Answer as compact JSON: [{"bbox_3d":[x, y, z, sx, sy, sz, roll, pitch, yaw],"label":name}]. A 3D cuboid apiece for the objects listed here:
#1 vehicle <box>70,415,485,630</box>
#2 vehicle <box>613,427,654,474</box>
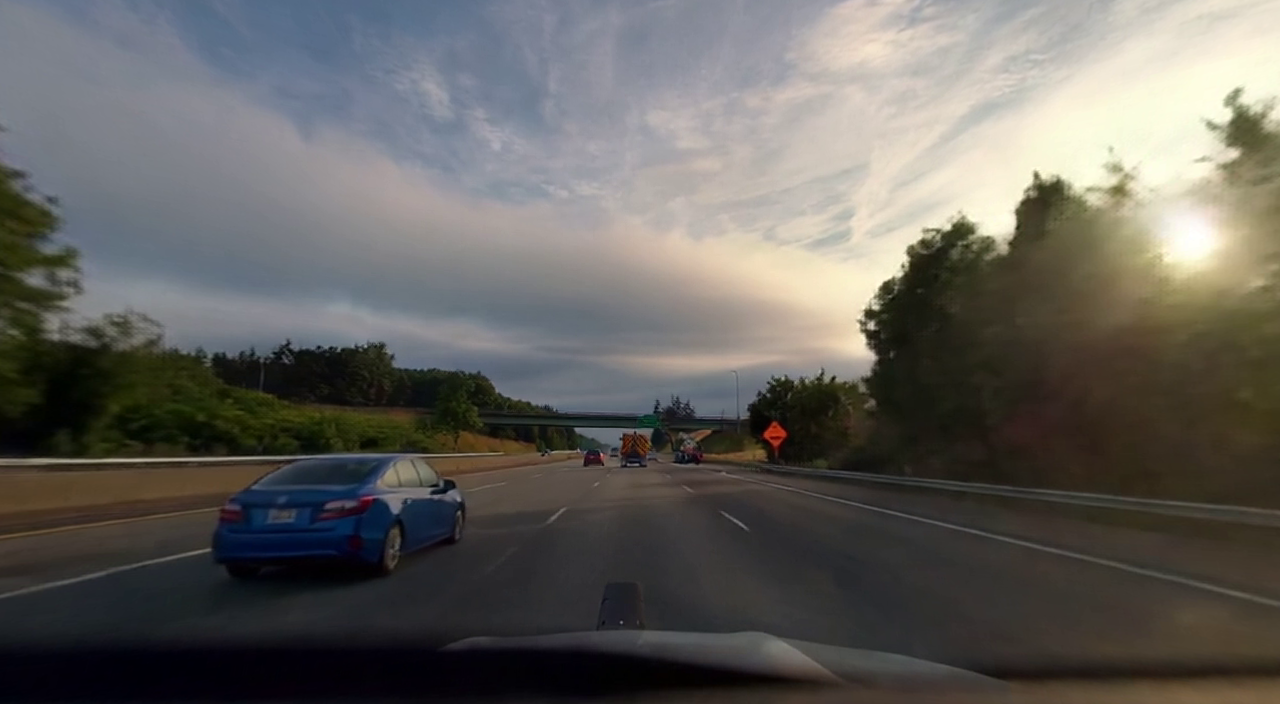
[{"bbox_3d":[-3.327,1.641,7.048,2.088,1.643,4.215,0,-9,0],"label":"vehicle"},{"bbox_3d":[-0.563,6.966,44.800,2.672,3.056,6.900,0,-9,-2],"label":"vehicle"}]
